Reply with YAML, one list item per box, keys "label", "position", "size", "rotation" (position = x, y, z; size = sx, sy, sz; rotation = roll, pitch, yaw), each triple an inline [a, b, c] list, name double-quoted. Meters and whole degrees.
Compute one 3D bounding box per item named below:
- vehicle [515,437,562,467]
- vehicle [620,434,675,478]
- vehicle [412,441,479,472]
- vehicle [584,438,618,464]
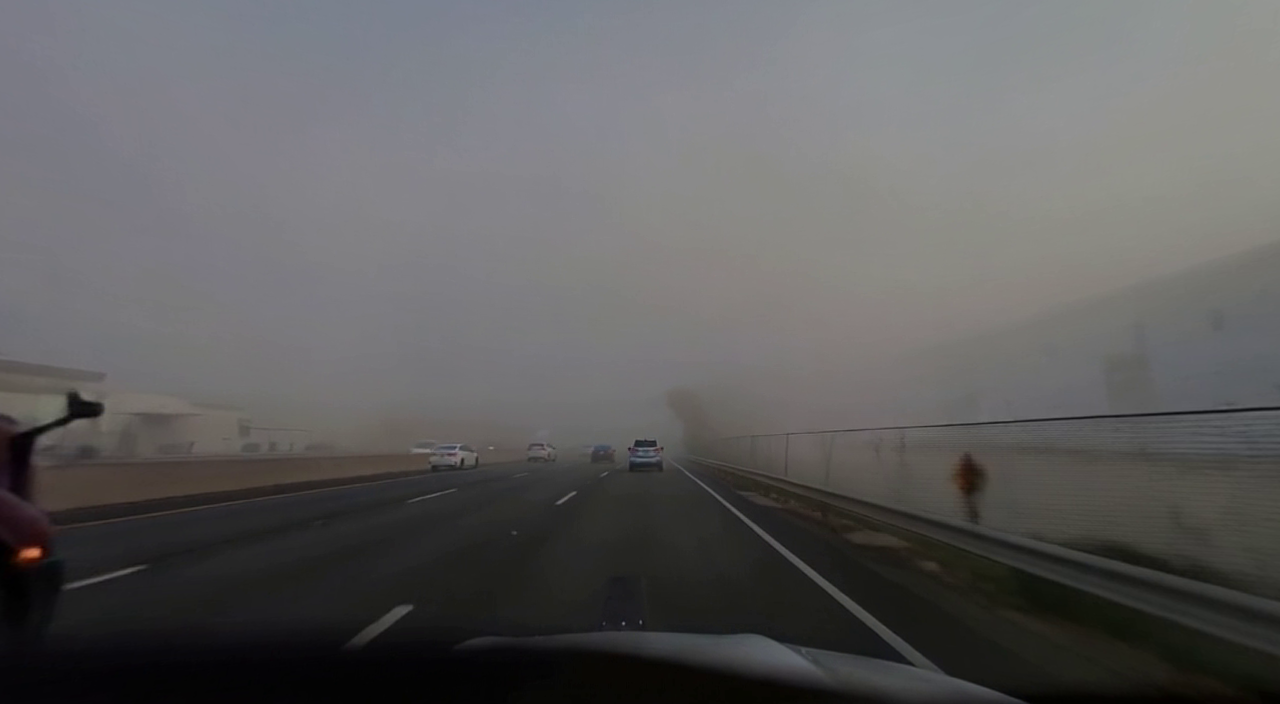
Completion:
- label: "vehicle"
  position: [-6.393, 6.333, 40.176]
  size: [2.105, 1.790, 4.689]
  rotation: [-1, -8, 2]
- label: "vehicle"
  position: [0.313, 4.336, 26.568]
  size: [2.136, 1.678, 4.052]
  rotation: [0, -8, 1]
- label: "vehicle"
  position: [-10.383, 5.596, 34.117]
  size: [1.910, 1.501, 5.004]
  rotation: [-1, -8, 2]
- label: "vehicle"
  position: [-2.908, 7.427, 47.525]
  size: [2.108, 1.832, 4.549]
  rotation: [-1, -8, 2]
